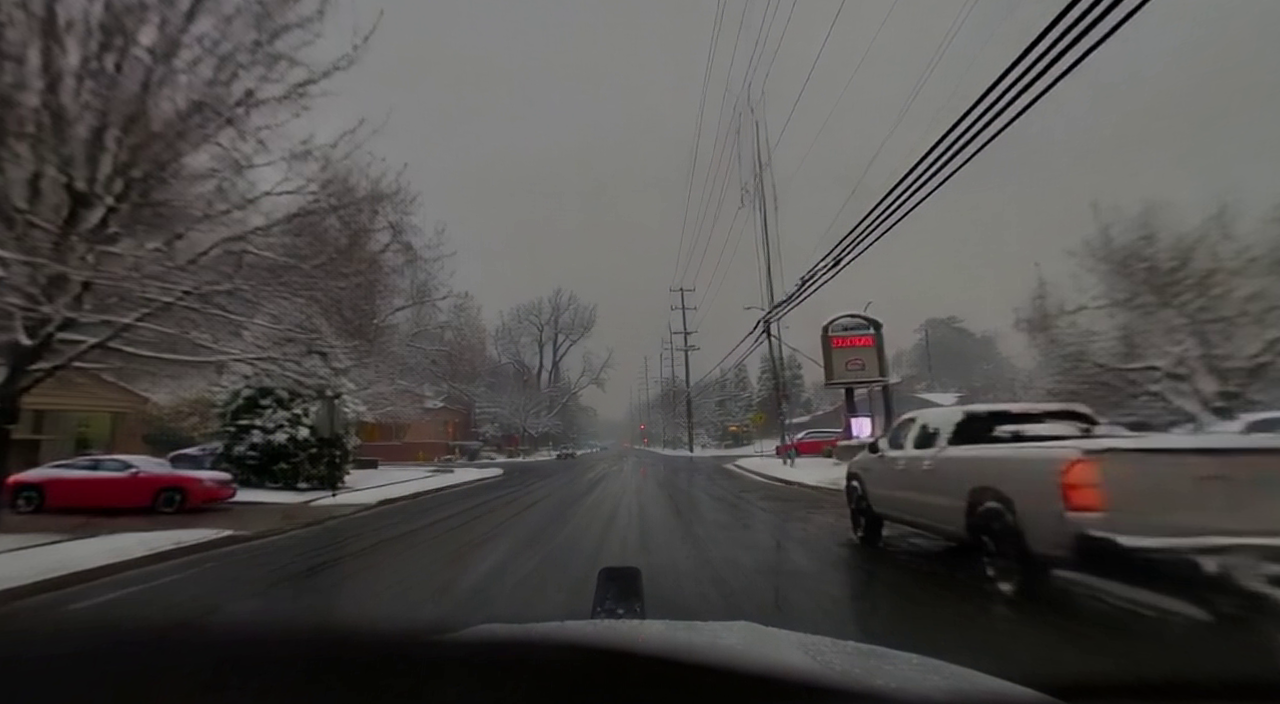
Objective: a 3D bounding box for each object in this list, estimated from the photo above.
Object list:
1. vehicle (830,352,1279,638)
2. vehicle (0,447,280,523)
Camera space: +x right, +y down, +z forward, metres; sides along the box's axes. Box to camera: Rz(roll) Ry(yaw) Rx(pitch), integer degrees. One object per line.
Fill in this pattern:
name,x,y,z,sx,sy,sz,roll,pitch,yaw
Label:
vehicle,4.010,1.335,6.904,2.205,1.923,5.178,0,-8,0
vehicle,-11.094,2.910,14.092,4.813,1.503,1.923,0,-9,-5
